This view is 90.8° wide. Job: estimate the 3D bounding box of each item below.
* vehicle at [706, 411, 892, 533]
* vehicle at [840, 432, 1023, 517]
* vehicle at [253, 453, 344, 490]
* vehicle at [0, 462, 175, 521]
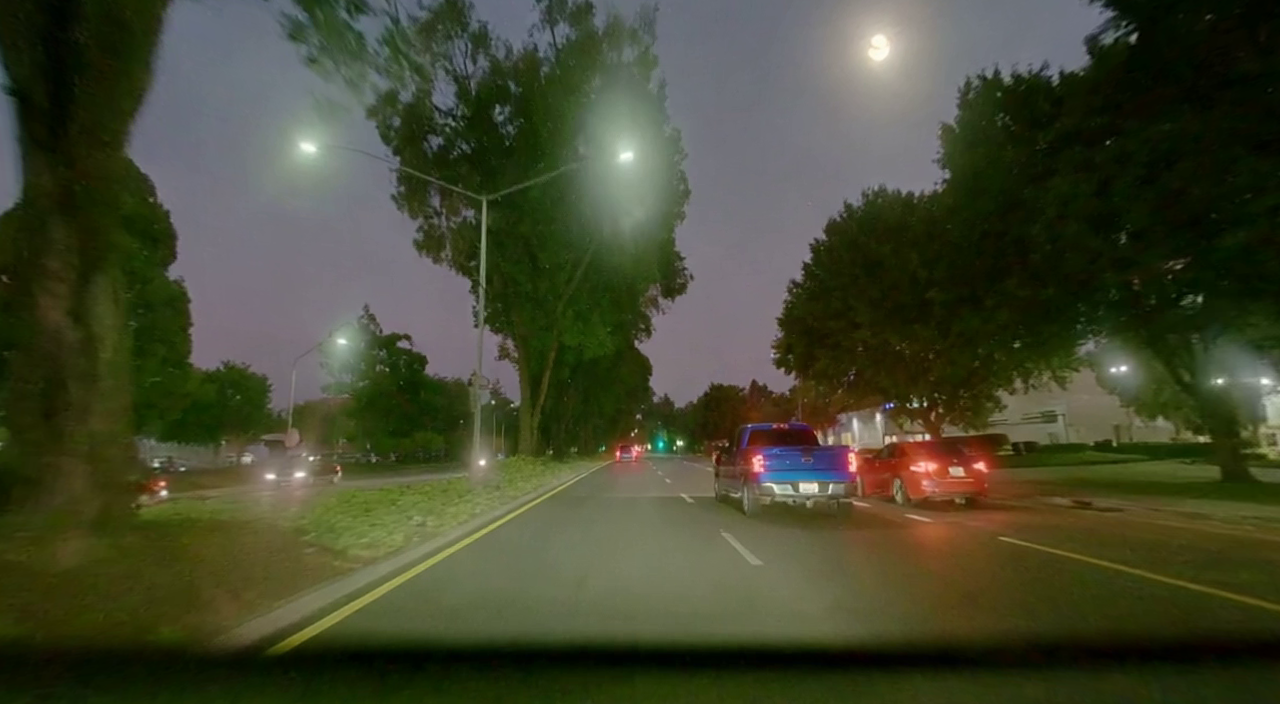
[{"bbox_3d":[2.683,2.210,12.247,2.138,1.836,5.245,0,-8,-1],"label":"vehicle"},{"bbox_3d":[6.251,2.654,14.231,1.993,1.604,4.260,0,-8,-1],"label":"vehicle"},{"bbox_3d":[-17.482,6.099,32.612,2.133,1.724,4.642,0,-9,-1],"label":"vehicle"},{"bbox_3d":[-17.067,4.213,19.533,1.960,1.461,4.495,0,-8,0],"label":"vehicle"}]
